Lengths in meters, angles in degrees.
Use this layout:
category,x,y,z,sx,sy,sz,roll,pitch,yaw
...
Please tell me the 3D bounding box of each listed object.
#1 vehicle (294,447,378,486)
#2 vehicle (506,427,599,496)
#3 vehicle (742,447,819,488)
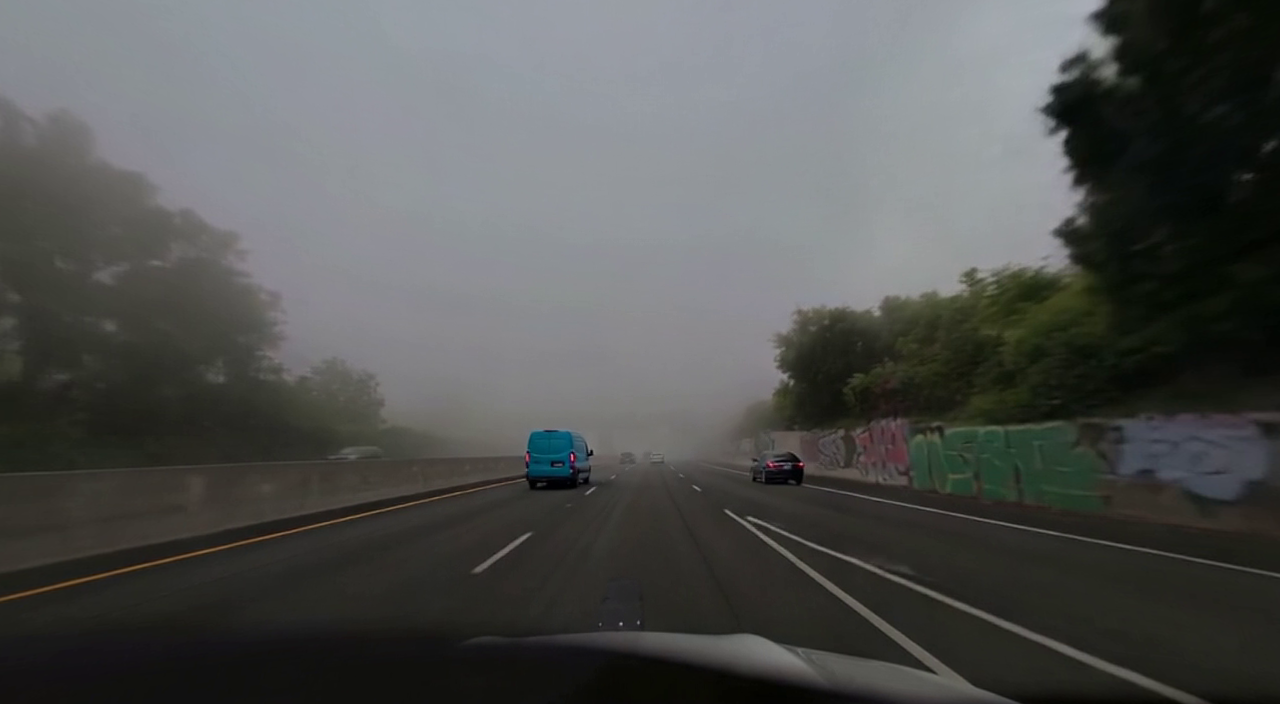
category,x,y,z,sx,sy,sz,roll,pitch,yaw
vehicle,-16.609,6.256,34.788,2.134,1.981,4.851,0,-9,1
vehicle,-2.743,3.633,21.260,2.310,2.030,5.094,0,-9,1
vehicle,5.651,4.663,25.926,1.972,1.492,4.623,0,-9,-2
